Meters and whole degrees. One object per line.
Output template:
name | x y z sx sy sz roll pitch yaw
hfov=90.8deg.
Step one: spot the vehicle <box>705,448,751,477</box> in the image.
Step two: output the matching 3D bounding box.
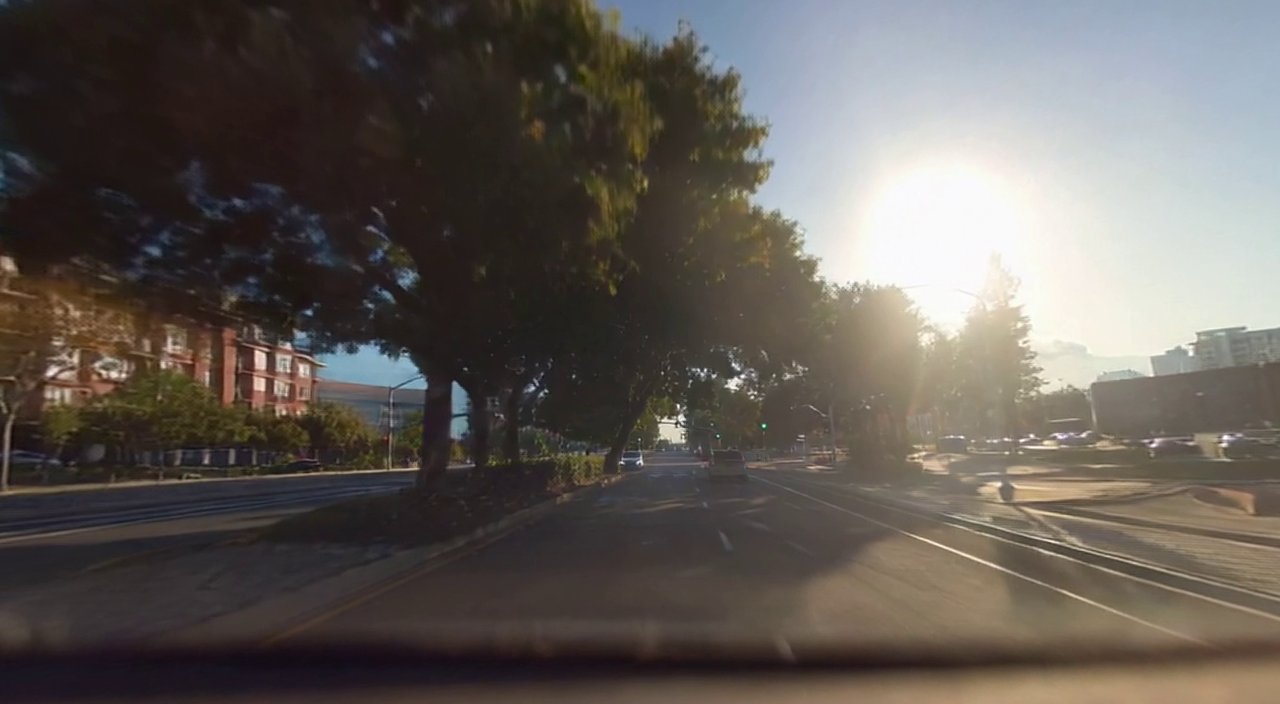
vehicle | 4.797 6.072 35.052 2.133 1.481 4.276 0 -9 2
